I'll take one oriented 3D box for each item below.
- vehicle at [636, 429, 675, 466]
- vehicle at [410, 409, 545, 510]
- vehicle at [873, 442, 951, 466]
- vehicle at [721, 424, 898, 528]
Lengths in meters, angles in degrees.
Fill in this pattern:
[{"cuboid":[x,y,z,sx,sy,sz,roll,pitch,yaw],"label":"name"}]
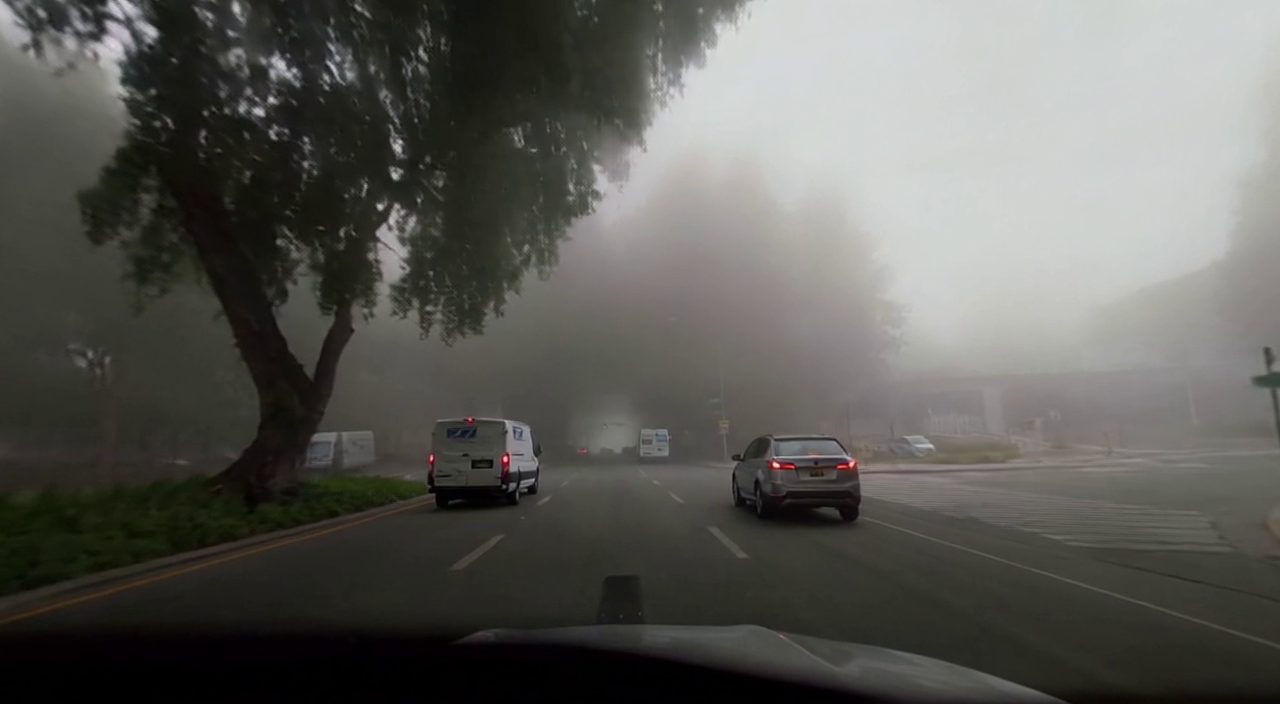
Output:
[{"cuboid":[1.046,7.181,47.403,2.397,2.566,5.324,0,-9,-4],"label":"vehicle"},{"cuboid":[-3.982,2.752,16.494,2.420,2.227,4.499,0,-9,-1],"label":"vehicle"},{"cuboid":[17.591,6.597,40.980,4.210,1.480,1.922,2,-9,-11],"label":"vehicle"},{"cuboid":[3.050,2.365,12.600,2.087,1.658,4.612,0,-9,-2],"label":"vehicle"}]
